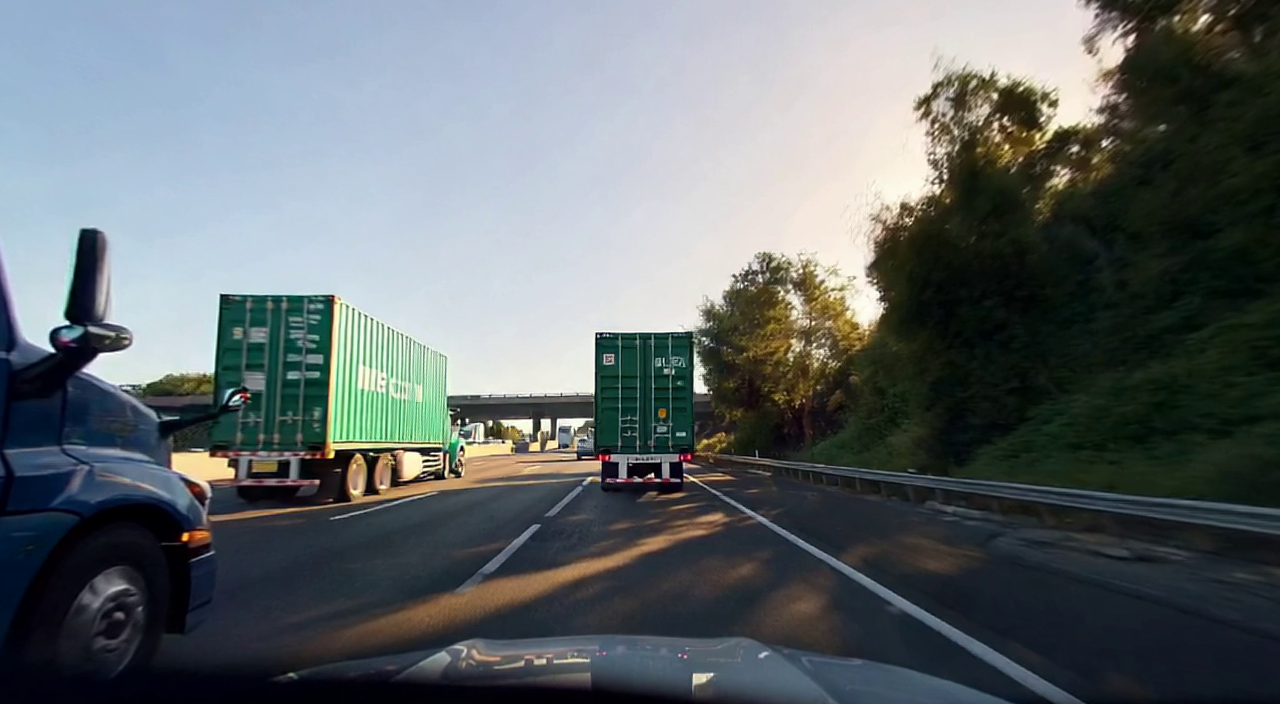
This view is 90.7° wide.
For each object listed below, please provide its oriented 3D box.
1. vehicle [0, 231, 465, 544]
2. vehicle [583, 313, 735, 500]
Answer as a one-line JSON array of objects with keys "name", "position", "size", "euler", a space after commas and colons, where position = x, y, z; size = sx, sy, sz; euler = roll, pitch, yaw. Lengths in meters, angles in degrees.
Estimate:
[{"name": "vehicle", "position": [-7.170, 1.279, 14.271], "size": [3.023, 4.139, 11.860], "euler": [0, -9, 0]}, {"name": "vehicle", "position": [0.351, 1.744, 18.020], "size": [3.357, 4.212, 7.519], "euler": [0, -9, -1]}]
